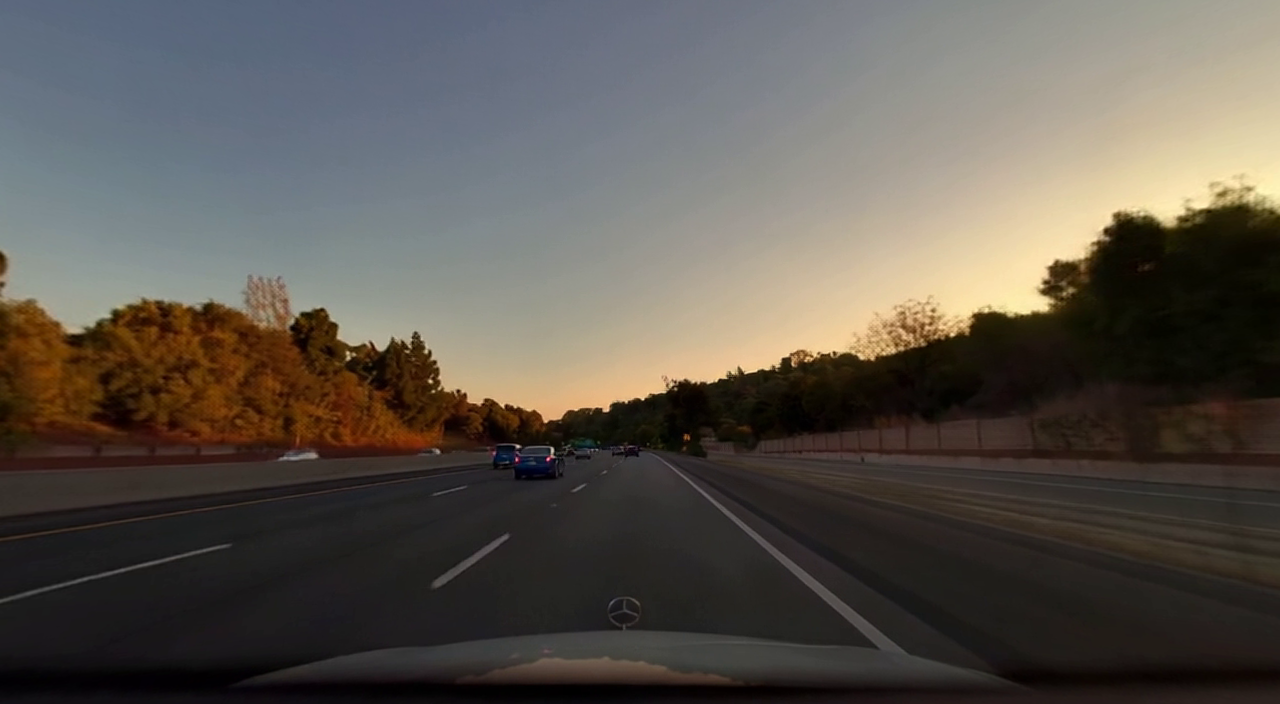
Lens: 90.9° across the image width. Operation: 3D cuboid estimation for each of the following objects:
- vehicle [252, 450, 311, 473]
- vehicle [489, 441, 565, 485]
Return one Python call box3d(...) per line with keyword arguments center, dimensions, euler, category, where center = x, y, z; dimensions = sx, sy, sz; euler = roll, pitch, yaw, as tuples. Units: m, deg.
box3d(center=(-24.191, 7.373, 42.695), dimensions=(1.838, 1.403, 3.672), euler=(0, -8, 0), category="vehicle")
box3d(center=(-4.299, 4.304, 24.881), dimensions=(2.081, 1.514, 4.943), euler=(0, -8, 0), category="vehicle")
